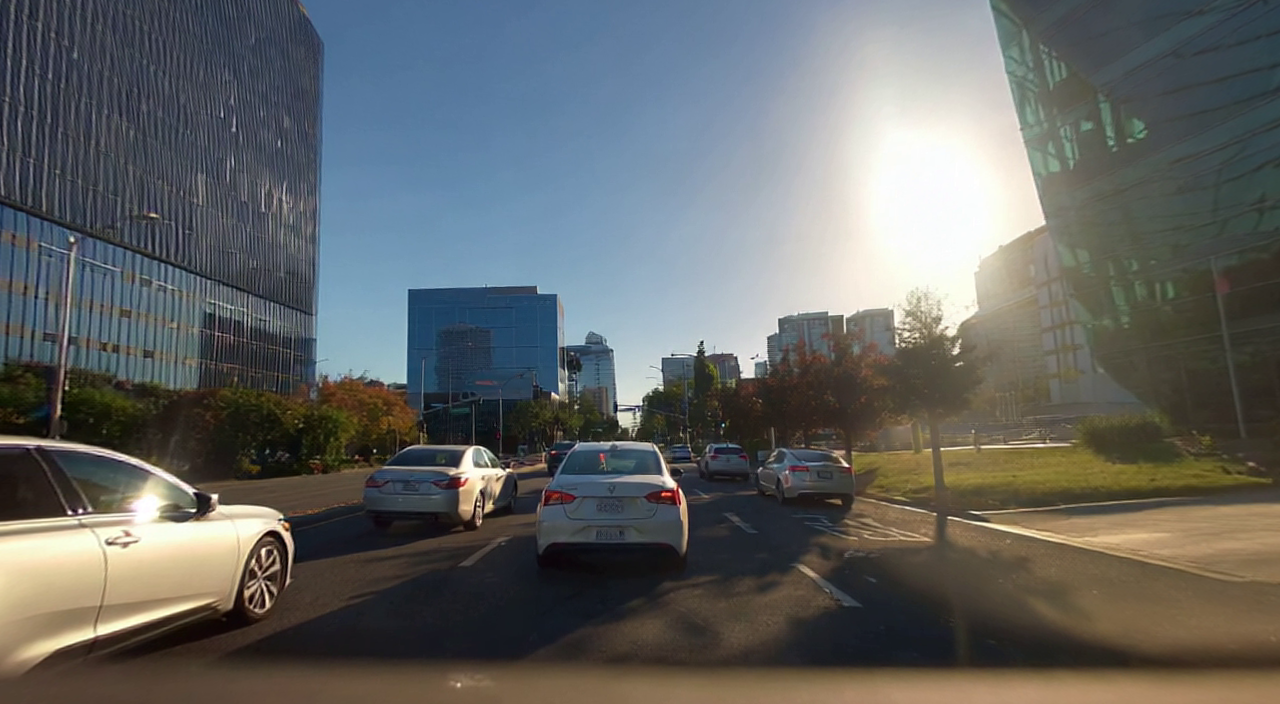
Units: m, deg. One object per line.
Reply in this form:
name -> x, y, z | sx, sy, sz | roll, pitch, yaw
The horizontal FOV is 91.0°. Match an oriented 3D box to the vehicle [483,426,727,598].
vehicle -> -0.254, 1.752, 7.867 | 2.174, 1.509, 4.374 | 0, -9, 2

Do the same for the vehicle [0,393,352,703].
vehicle -> -3.550, 1.076, 3.508 | 1.933, 1.520, 4.195 | 0, -9, -1

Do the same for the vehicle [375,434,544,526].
vehicle -> -3.331, 2.462, 12.718 | 2.044, 1.508, 4.479 | 0, -9, 1

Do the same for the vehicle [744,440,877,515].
vehicle -> 3.853, 2.896, 15.083 | 1.940, 1.514, 4.187 | 0, -9, -1
